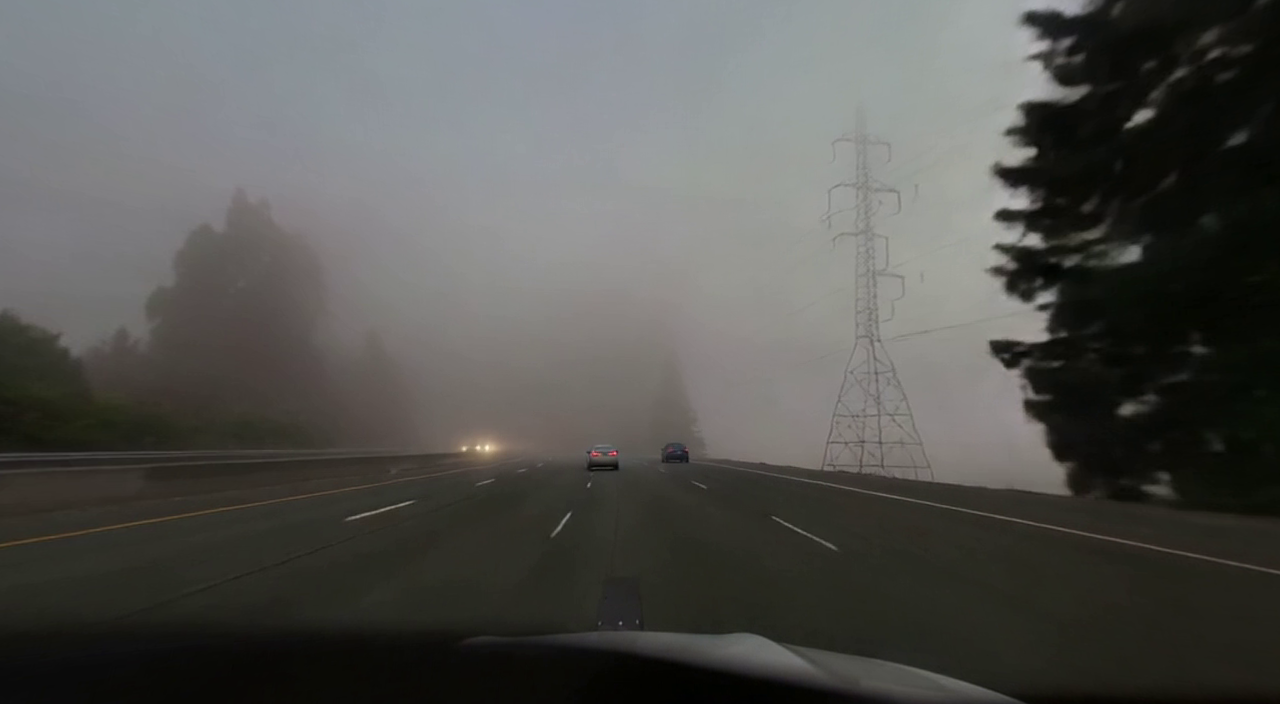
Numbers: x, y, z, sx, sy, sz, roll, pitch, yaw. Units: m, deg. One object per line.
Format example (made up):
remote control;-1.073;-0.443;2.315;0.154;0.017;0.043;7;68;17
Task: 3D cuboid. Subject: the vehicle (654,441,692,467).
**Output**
vehicle;1.996;6.267;39.068;1.789;1.503;3.897;1;-9;-5

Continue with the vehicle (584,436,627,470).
vehicle;-1.883;5.481;34.422;2.188;1.714;3.921;1;-8;-3
